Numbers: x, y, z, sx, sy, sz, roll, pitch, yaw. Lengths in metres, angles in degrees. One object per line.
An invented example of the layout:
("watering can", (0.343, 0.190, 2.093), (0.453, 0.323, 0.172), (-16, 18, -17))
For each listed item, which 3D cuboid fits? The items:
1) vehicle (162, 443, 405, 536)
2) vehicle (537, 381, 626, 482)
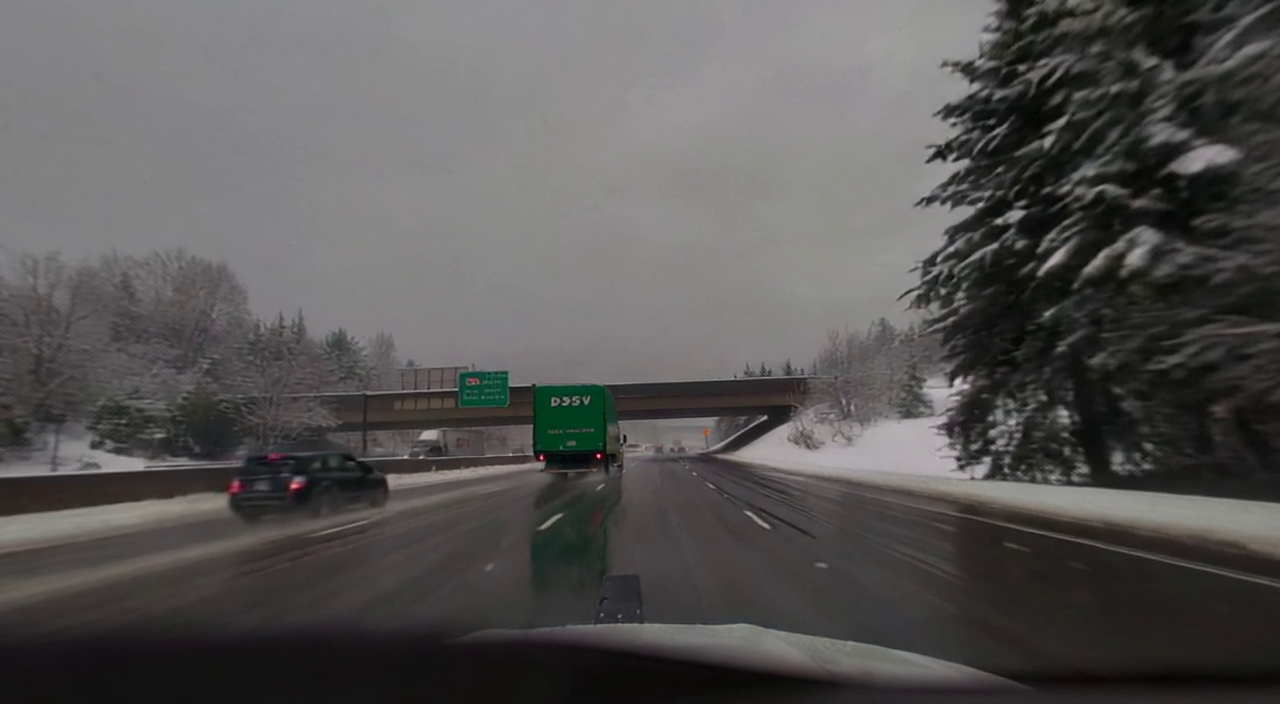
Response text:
("vehicle", (-6.625, 2.571, 12.498), (1.958, 1.467, 4.737), (-1, -9, 2))
("vehicle", (-2.486, 4.117, 31.429), (3.025, 4.002, 12.709), (-1, -9, 1))
